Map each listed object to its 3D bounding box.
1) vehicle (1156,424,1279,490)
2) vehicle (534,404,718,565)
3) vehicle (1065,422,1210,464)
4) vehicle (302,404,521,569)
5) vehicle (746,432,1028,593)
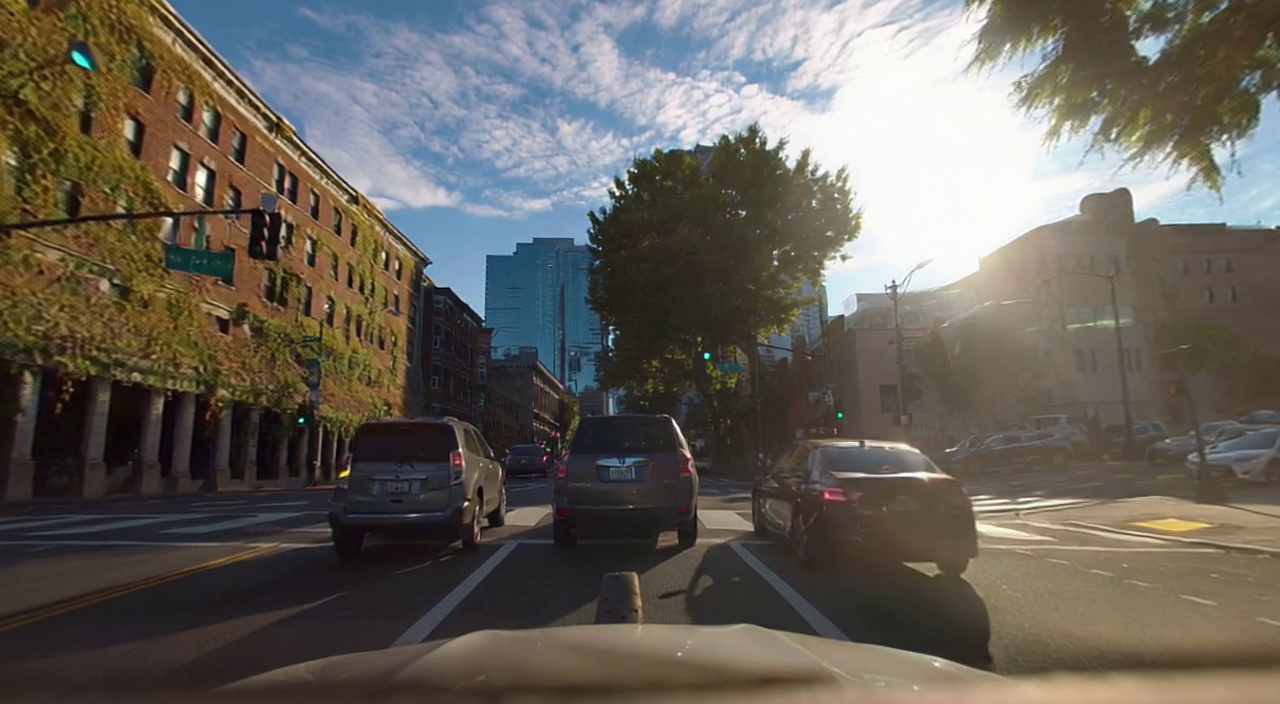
[{"bbox_3d":[17.432,2.938,17.617,4.547,1.720,1.624,0,-12,-1],"label":"vehicle"},{"bbox_3d":[-0.185,1.863,9.611,2.105,1.842,4.537,0,-8,-1],"label":"vehicle"},{"bbox_3d":[20.819,3.843,26.581,4.355,1.663,1.948,0,-8,1],"label":"vehicle"},{"bbox_3d":[-2.953,1.814,9.256,1.855,1.812,4.244,0,-8,-4],"label":"vehicle"},{"bbox_3d":[2.635,1.793,7.963,1.852,1.462,4.155,0,-8,0],"label":"vehicle"}]
